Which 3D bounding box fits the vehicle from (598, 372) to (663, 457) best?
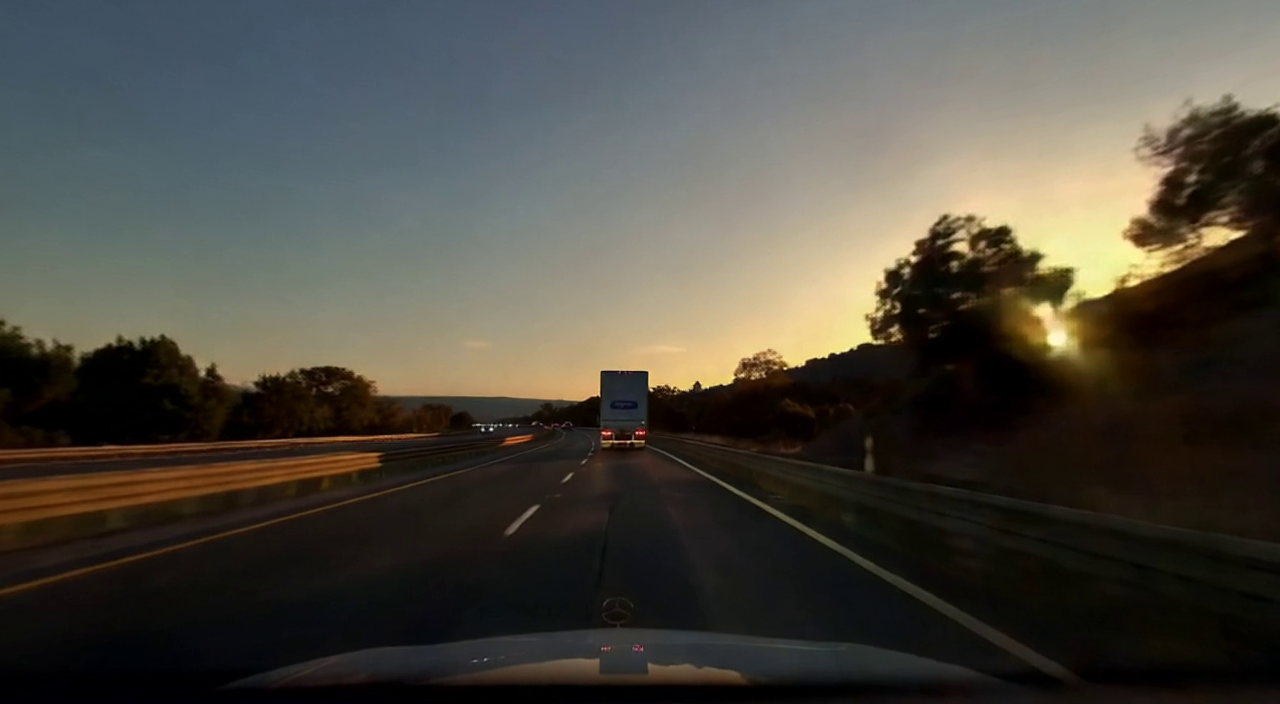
[{"bbox_3d":[-0.687,3.610,34.671,3.023,3.965,10.402,0,-8,-3],"label":"vehicle"}]
